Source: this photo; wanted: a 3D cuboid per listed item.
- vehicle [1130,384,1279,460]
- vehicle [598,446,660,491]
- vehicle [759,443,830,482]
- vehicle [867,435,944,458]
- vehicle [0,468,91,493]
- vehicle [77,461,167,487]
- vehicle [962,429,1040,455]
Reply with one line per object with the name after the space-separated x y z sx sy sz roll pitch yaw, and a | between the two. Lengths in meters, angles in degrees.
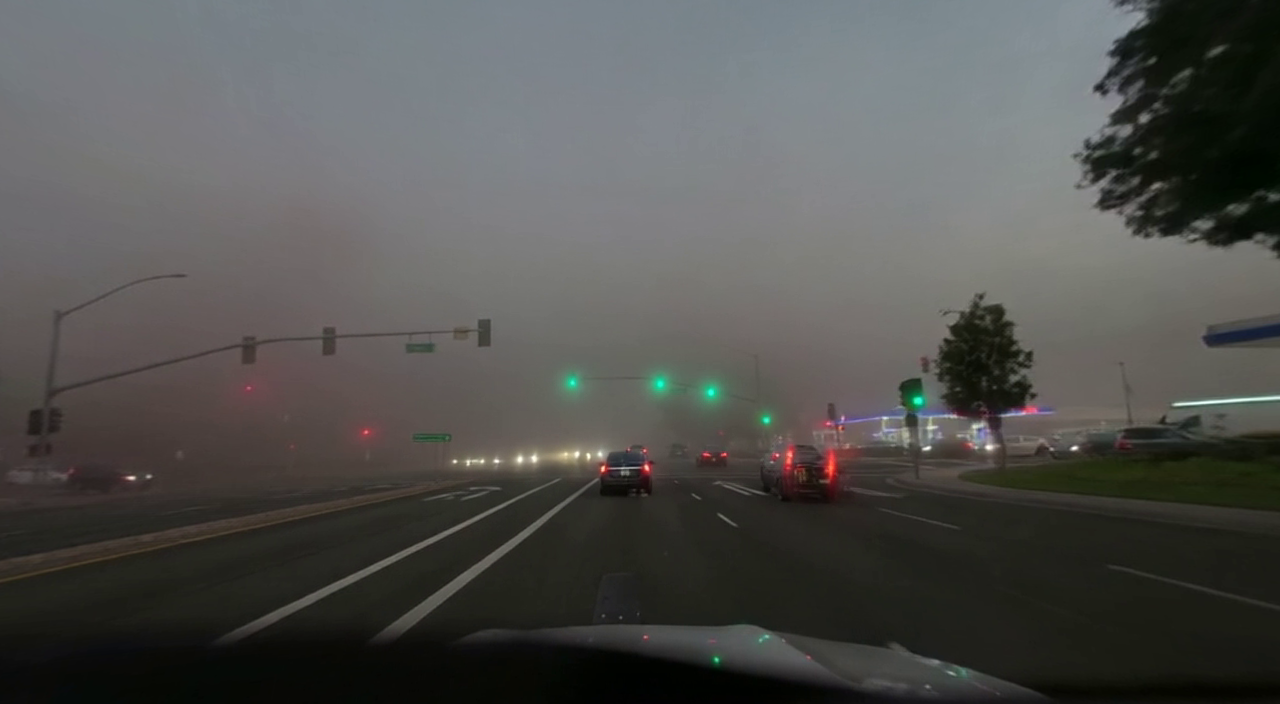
29.018 3.620 31.219 2.940 3.265 7.968 0 -9 -1 | vehicle
-0.373 4.119 22.670 2.040 1.451 3.736 0 -9 0 | vehicle
6.422 4.636 26.756 1.890 1.489 4.396 0 -9 0 | vehicle
20.011 7.145 47.734 4.796 1.488 1.966 -2 -9 -1 | vehicle
-37.712 8.124 40.006 4.308 1.430 1.824 -1 -9 6 | vehicle
-34.663 8.159 42.369 4.287 1.612 1.993 0 -9 2 | vehicle
27.345 6.833 47.881 4.724 1.793 1.777 -1 -9 0 | vehicle
